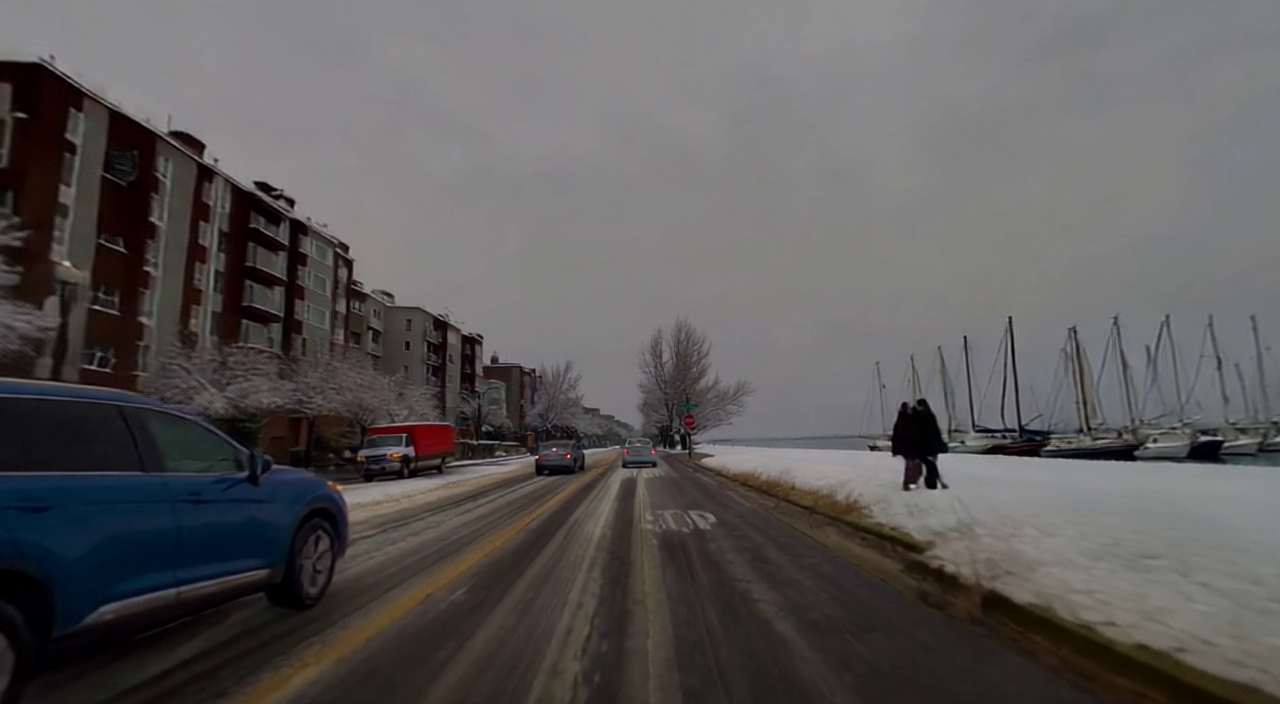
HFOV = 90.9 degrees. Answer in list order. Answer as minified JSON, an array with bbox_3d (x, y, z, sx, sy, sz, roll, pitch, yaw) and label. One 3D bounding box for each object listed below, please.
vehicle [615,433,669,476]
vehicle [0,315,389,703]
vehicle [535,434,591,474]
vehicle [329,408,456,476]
[{"bbox_3d":[0.064,4.192,25.875,2.057,1.624,3.726,0,-9,0],"label":"vehicle"},{"bbox_3d":[-3.551,0.975,3.799,2.082,1.817,4.724,0,-9,0],"label":"vehicle"},{"bbox_3d":[-3.505,4.736,29.445,2.056,1.680,4.205,0,-9,1],"label":"vehicle"},{"bbox_3d":[-13.476,5.104,35.503,2.924,3.288,9.352,-1,-9,3],"label":"vehicle"}]
